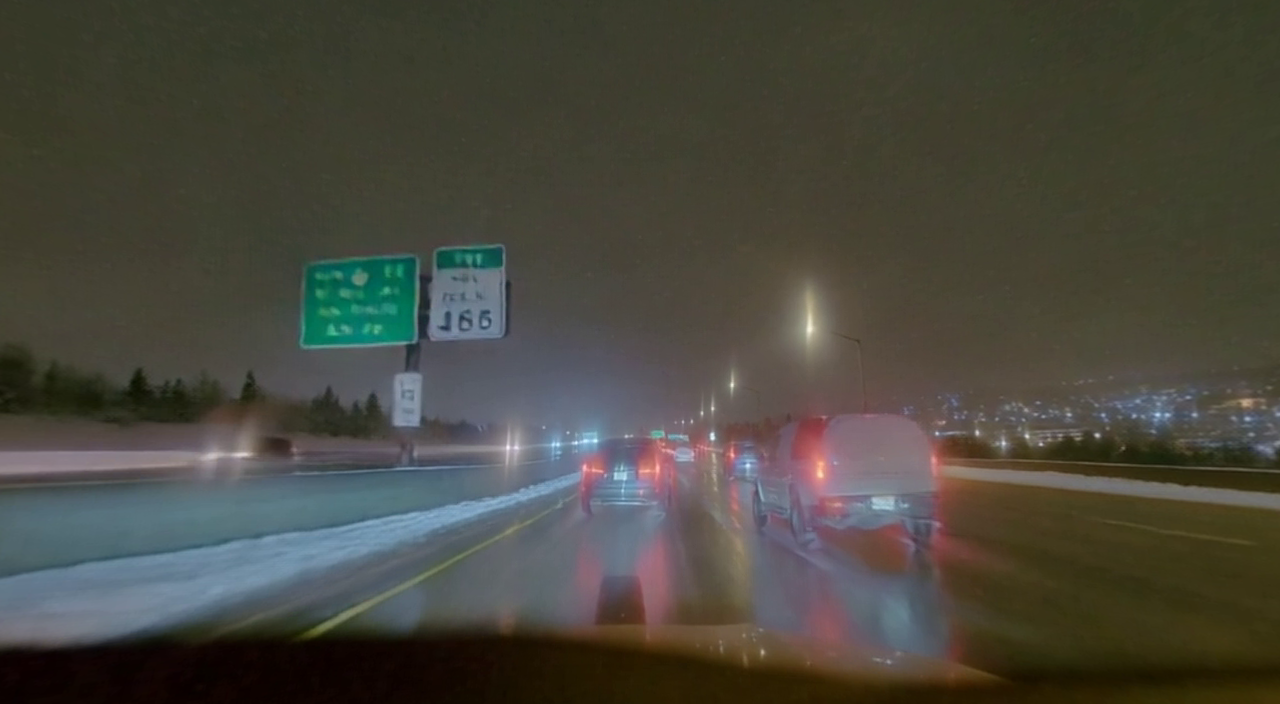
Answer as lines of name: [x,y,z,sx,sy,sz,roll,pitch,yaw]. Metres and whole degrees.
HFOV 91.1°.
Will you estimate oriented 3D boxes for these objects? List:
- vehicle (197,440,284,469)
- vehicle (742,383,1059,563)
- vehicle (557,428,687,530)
vehicle: [-22.822,5.846,36.074,1.940,1.537,4.508,0,-9,2]
vehicle: [3.475,1.827,10.222,2.732,2.065,5.826,0,-9,1]
vehicle: [-0.240,2.369,12.304,2.099,1.640,4.134,0,-9,2]
